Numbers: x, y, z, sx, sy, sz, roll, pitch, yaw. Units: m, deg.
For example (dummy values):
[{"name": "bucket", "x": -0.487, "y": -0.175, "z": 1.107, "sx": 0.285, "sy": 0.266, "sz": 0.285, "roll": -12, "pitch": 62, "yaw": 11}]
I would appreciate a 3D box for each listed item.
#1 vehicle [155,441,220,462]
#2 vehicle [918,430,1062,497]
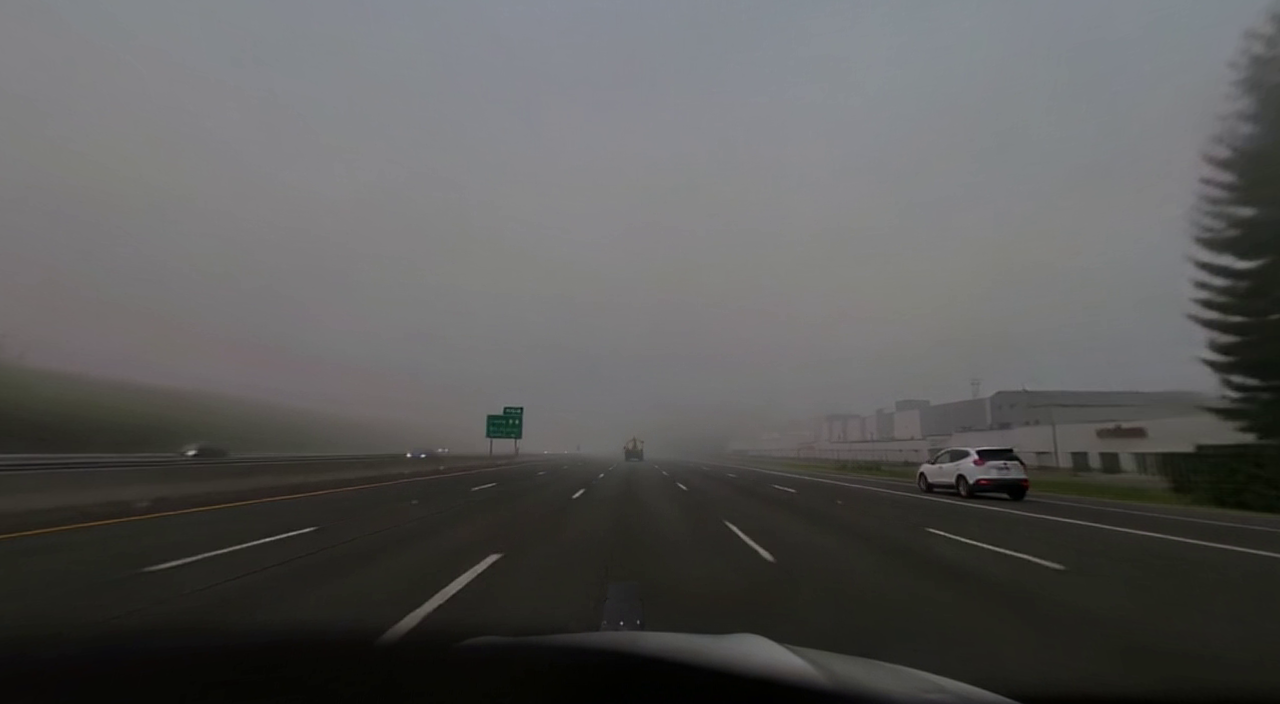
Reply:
[{"name": "vehicle", "x": -34.113, "y": 7.499, "z": 47.675, "sx": 1.826, "sy": 1.521, "sz": 4.192, "roll": 0, "pitch": -9, "yaw": -2}, {"name": "vehicle", "x": 13.493, "y": 4.343, "z": 24.889, "sx": 2.411, "sy": 2.326, "sz": 5.300, "roll": 0, "pitch": -9, "yaw": -3}]
